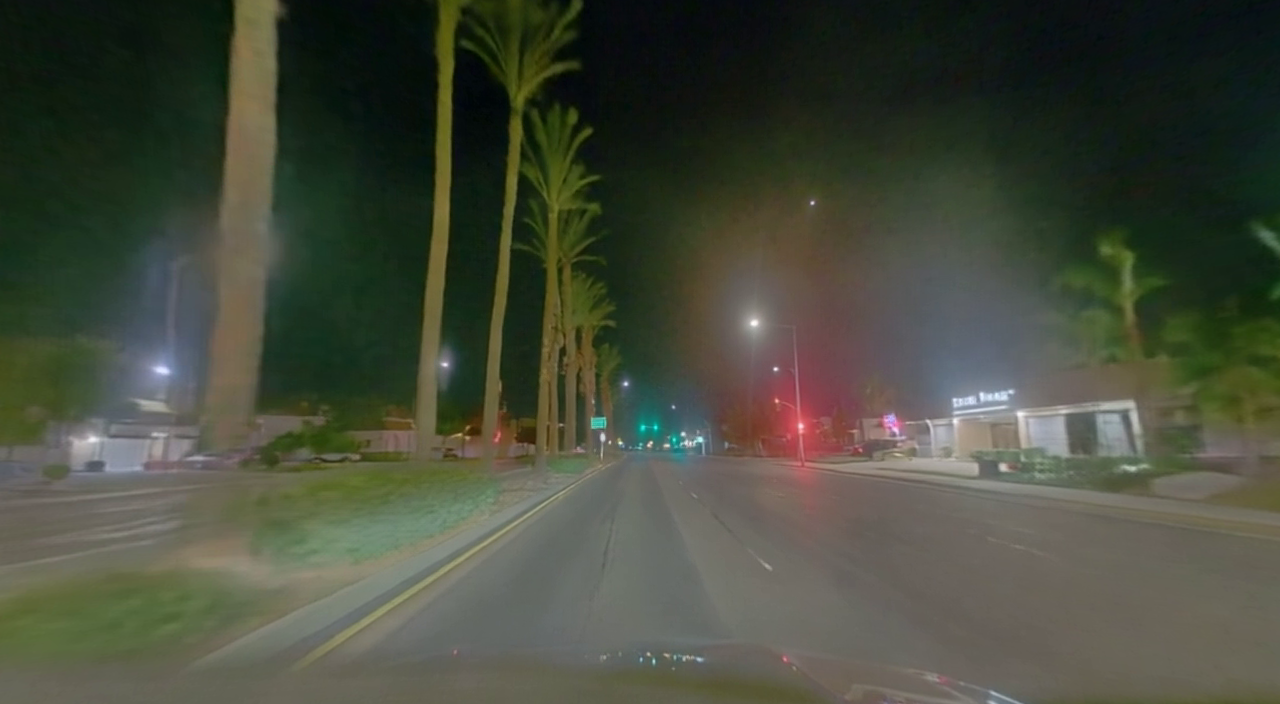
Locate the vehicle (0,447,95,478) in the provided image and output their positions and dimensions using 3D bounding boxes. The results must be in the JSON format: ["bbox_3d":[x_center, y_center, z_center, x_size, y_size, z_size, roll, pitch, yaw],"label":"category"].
[{"bbox_3d":[-32.099,5.826,33.479,4.607,1.572,2.003,0,-8,2],"label":"vehicle"}]

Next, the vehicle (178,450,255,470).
[{"bbox_3d":[-31.528,8.041,47.100,4.351,1.430,1.858,0,-9,-2],"label":"vehicle"}]
